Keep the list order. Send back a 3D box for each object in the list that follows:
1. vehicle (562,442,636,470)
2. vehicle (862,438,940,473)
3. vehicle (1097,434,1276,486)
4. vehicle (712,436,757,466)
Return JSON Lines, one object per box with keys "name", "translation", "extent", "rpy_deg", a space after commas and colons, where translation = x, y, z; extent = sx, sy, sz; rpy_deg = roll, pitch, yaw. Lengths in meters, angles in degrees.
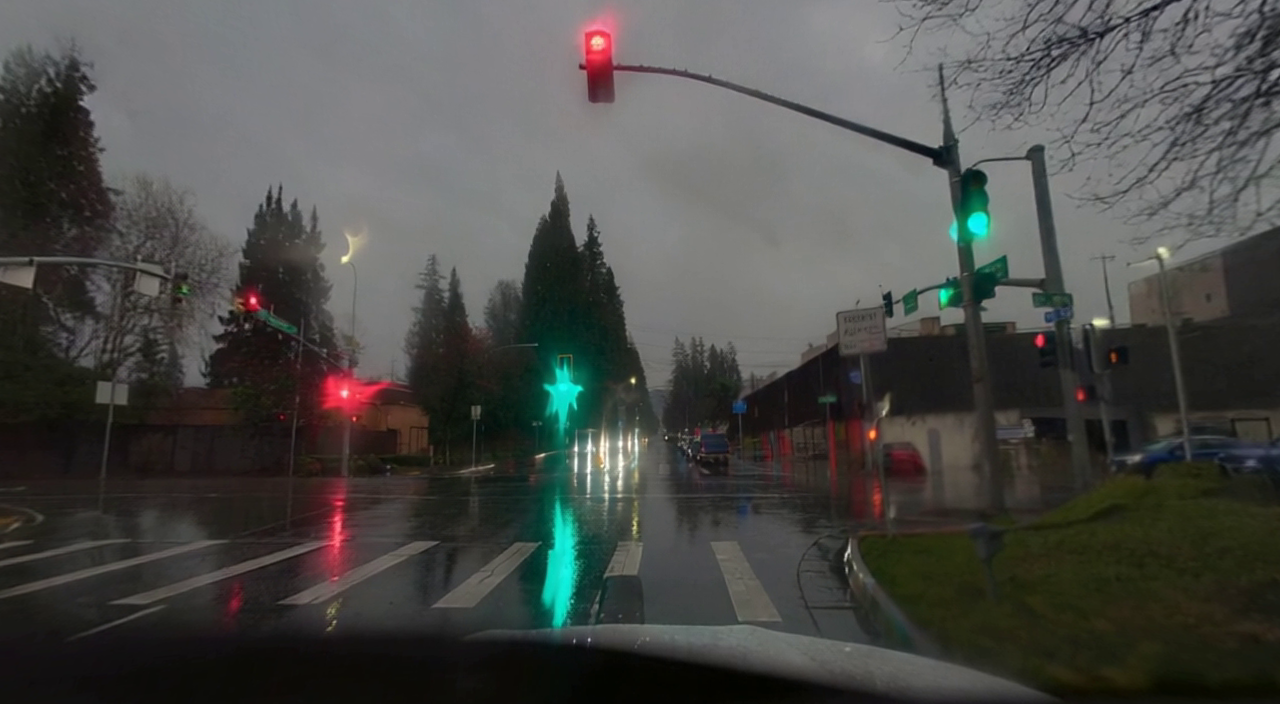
{"name": "vehicle", "translation": [-2.450, 6.150, 37.552], "extent": [3.991, 1.526, 1.868], "rpy_deg": [-5, -9, 30]}
{"name": "vehicle", "translation": [12.409, 5.034, 30.269], "extent": [1.922, 1.529, 3.964], "rpy_deg": [0, -11, -2]}
{"name": "vehicle", "translation": [16.801, 3.318, 19.514], "extent": [3.876, 1.512, 1.784], "rpy_deg": [0, -8, -1]}
{"name": "vehicle", "translation": [6.895, 7.207, 46.155], "extent": [1.491, 2.041, 2.964], "rpy_deg": [7, -10, -38]}
